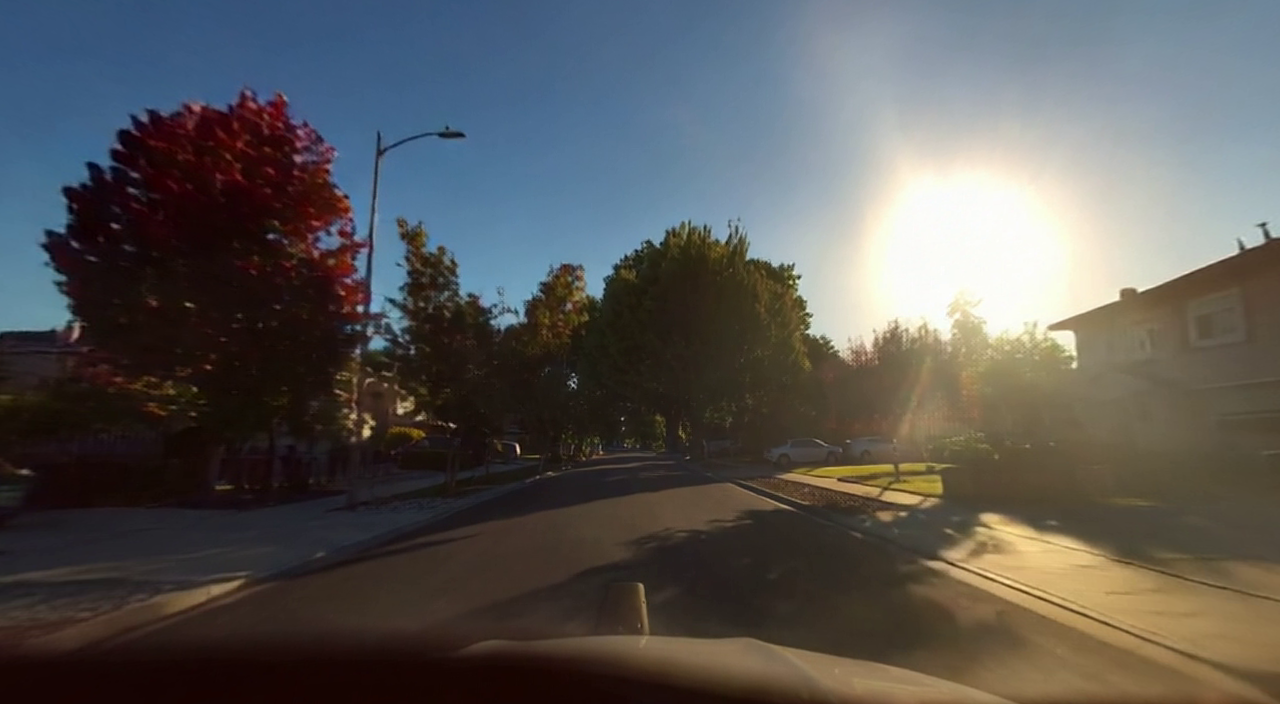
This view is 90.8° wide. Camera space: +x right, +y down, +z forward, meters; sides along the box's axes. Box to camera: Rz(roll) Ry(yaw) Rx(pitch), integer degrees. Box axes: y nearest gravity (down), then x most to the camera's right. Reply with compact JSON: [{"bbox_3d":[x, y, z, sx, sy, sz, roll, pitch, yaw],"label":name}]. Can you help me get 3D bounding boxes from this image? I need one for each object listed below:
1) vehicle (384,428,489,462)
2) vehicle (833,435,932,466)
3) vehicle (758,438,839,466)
[{"bbox_3d":[-12.347,5.722,38.668,5.618,1.997,2.201,0,-9,-1],"label":"vehicle"},{"bbox_3d":[15.451,6.283,40.463,5.395,1.917,2.153,0,-9,-1],"label":"vehicle"},{"bbox_3d":[9.965,6.359,40.076,4.582,1.719,1.947,0,-8,0],"label":"vehicle"}]
